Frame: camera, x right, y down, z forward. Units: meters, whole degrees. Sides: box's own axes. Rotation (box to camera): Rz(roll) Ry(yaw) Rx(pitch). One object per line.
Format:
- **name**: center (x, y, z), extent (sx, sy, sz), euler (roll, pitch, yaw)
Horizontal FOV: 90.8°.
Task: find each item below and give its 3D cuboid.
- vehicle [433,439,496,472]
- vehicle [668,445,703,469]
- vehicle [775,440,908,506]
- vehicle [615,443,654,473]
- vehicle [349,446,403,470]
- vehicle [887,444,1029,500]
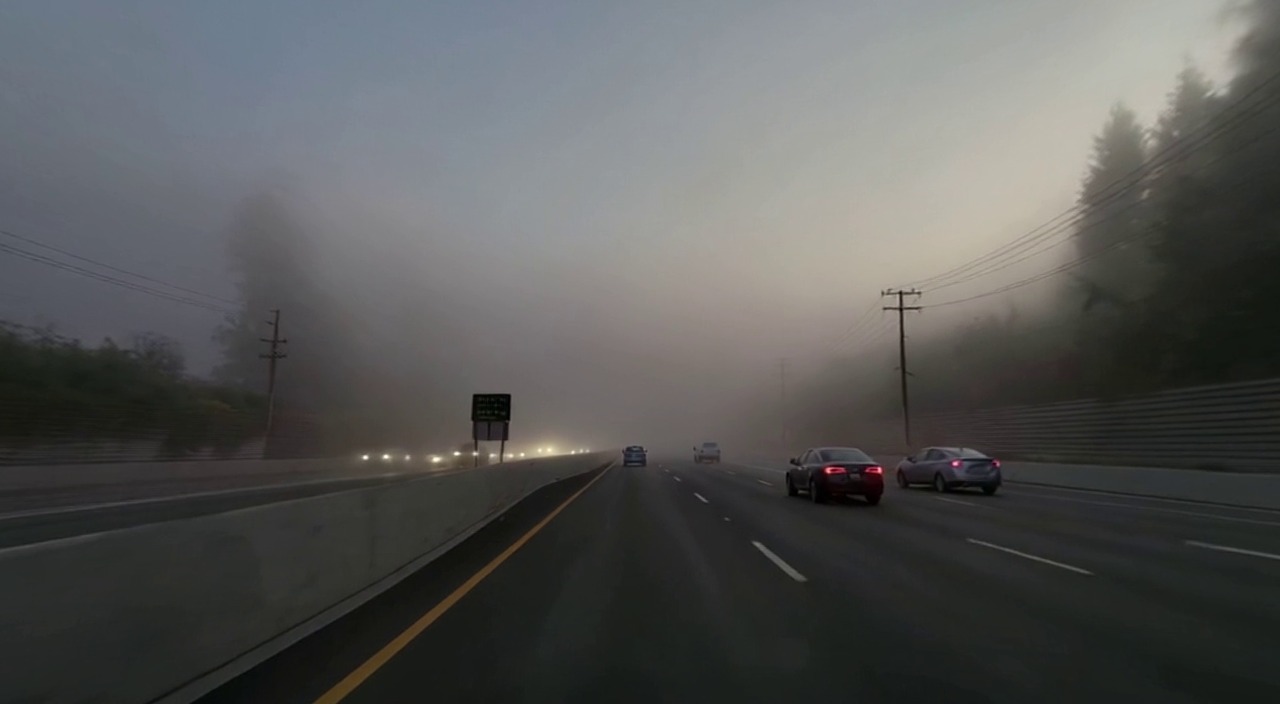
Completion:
- **vehicle**: center (-10.103, 6.000, 36.753), extent (2.359, 1.762, 4.575), euler (0, -9, 0)
- **vehicle**: center (2.996, 7.010, 42.401), extent (1.981, 1.480, 4.316), euler (0, -9, -1)
- **vehicle**: center (5.177, 3.151, 17.006), extent (2.069, 1.520, 4.614), euler (0, -9, 0)
- **vehicle**: center (-0.282, 5.649, 33.926), extent (1.993, 1.506, 3.883), euler (0, -8, -1)
- **vehicle**: center (-20.526, 8.232, 49.429), extent (2.009, 1.788, 4.848), euler (0, -9, 1)
- **vehicle**: center (9.532, 3.592, 19.440), extent (1.969, 1.506, 4.422), euler (0, -9, -2)
